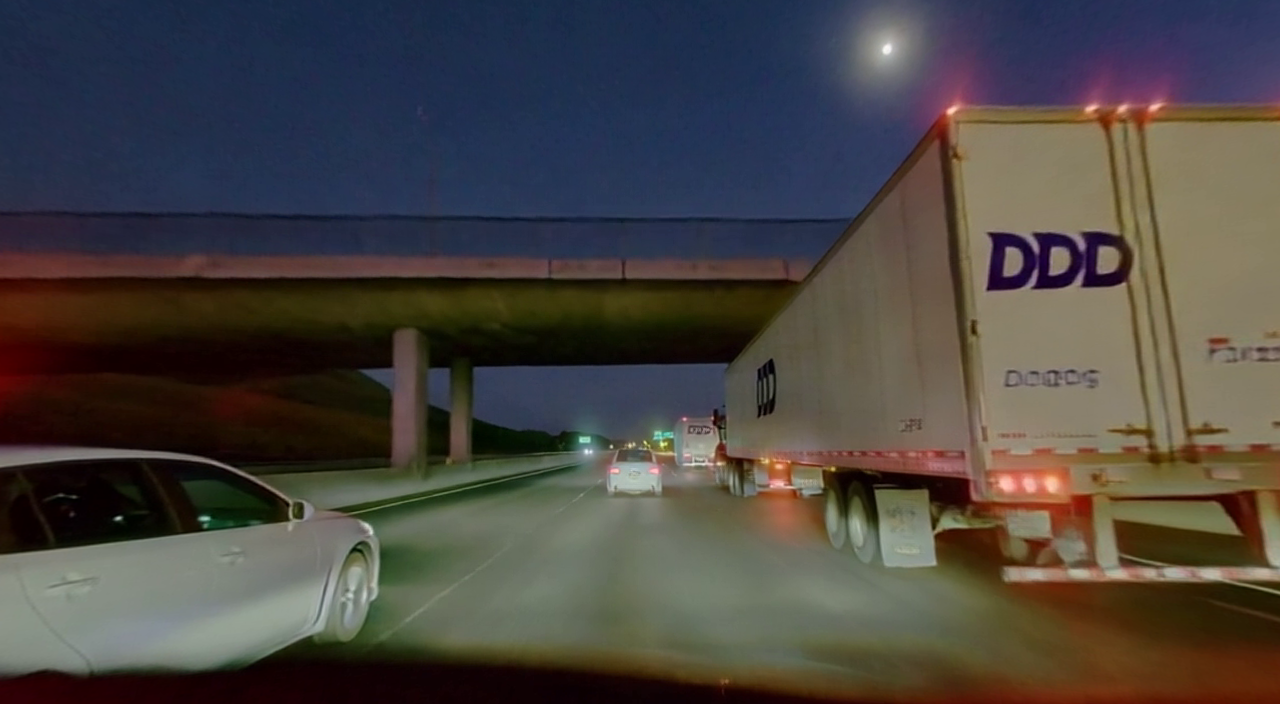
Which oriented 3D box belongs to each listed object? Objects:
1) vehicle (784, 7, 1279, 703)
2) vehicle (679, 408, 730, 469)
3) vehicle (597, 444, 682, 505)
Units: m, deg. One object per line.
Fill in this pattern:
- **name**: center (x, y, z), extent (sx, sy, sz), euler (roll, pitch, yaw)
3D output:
- **vehicle**: center (4.163, 0.490, 7.638), extent (2.802, 3.956, 8.291), euler (0, -9, 0)
- **vehicle**: center (4.537, 6.425, 46.319), extent (2.801, 4.039, 8.684), euler (0, -9, 0)
- **vehicle**: center (-0.020, 3.233, 17.045), extent (2.029, 1.437, 3.794), euler (0, -9, 0)
